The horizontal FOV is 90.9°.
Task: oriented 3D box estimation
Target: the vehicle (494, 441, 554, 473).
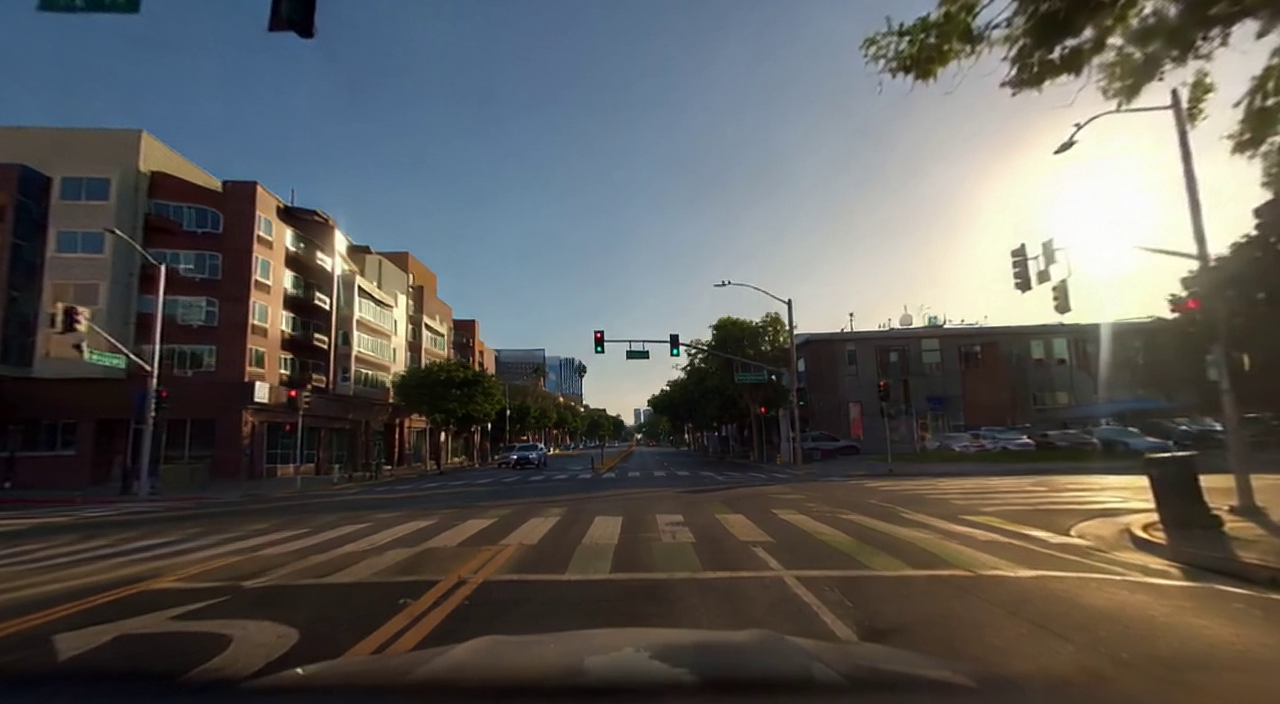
[{"bbox_3d":[-5.738,5.250,31.733,2.127,1.473,4.428,0,-8,1],"label":"vehicle"}]
